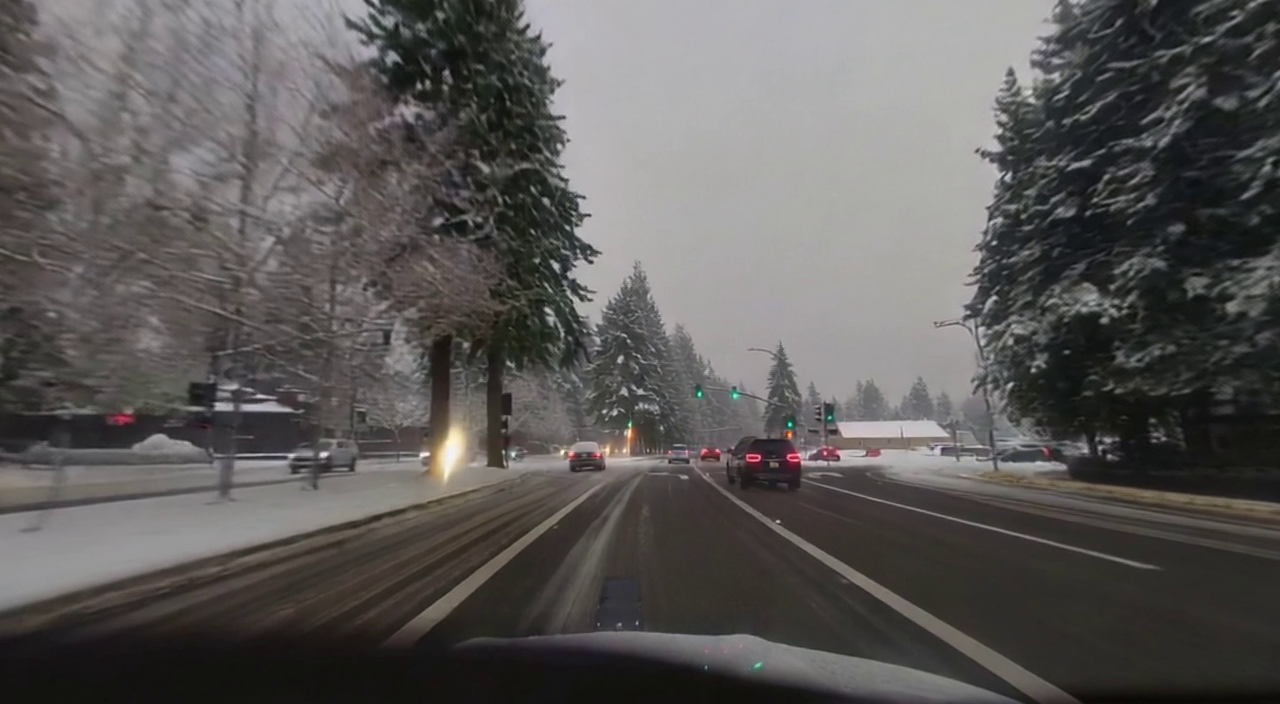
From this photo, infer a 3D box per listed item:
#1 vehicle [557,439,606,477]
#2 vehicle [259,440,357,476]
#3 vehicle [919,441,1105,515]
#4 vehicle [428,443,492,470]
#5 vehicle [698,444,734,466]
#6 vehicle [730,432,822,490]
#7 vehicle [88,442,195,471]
[{"bbox_3d":[-2.950,5.510,33.007,2.258,1.812,4.650,0,-8,-2],"label":"vehicle"},{"bbox_3d":[-15.094,4.833,29.039,1.907,1.493,4.433,0,-8,3],"label":"vehicle"},{"bbox_3d":[8.467,2.864,14.914,1.949,1.492,4.103,0,-8,1],"label":"vehicle"},{"bbox_3d":[-10.700,6.240,37.900,2.261,1.477,4.490,0,-8,3],"label":"vehicle"},{"bbox_3d":[5.262,7.191,44.287,2.064,1.474,4.389,0,-8,2],"label":"vehicle"},{"bbox_3d":[4.634,3.800,22.321,2.209,1.813,4.724,0,-8,0],"label":"vehicle"},{"bbox_3d":[-30.745,6.439,39.139,4.661,1.711,1.992,3,-8,-16],"label":"vehicle"}]
